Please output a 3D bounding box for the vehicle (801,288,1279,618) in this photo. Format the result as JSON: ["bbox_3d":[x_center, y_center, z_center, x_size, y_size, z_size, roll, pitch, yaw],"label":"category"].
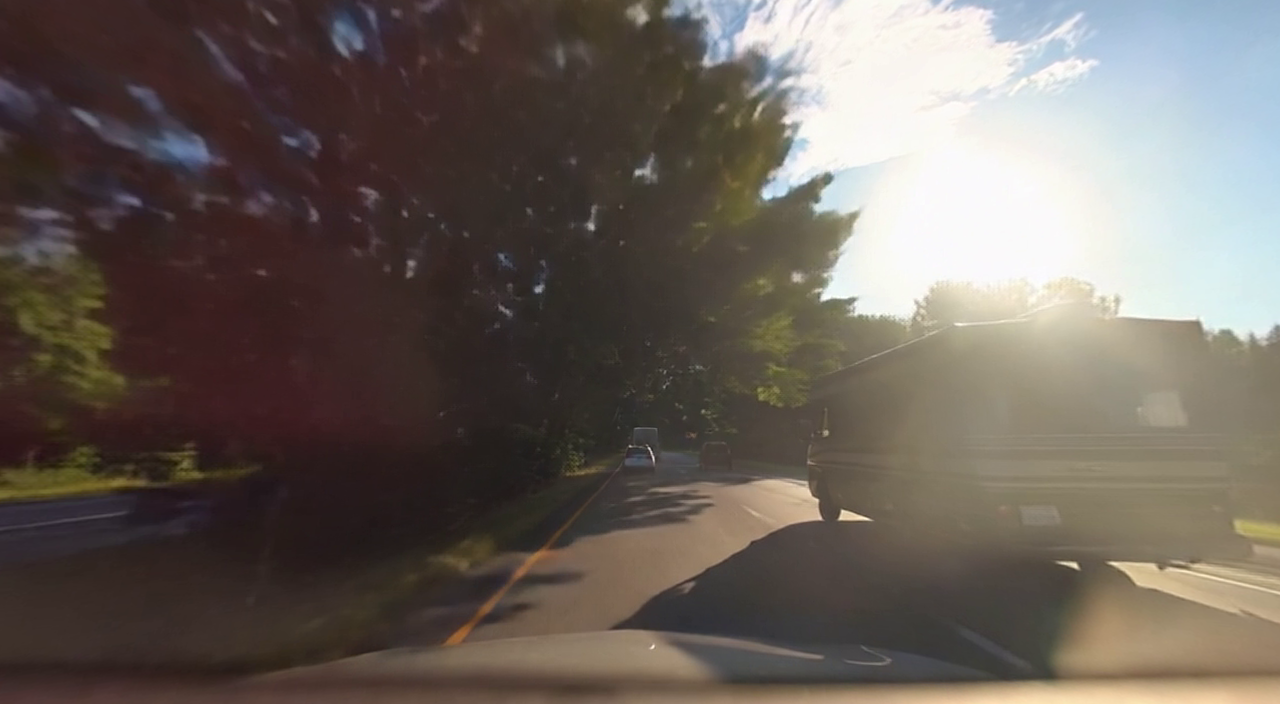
[{"bbox_3d":[4.631,1.386,8.999,2.745,2.832,7.035,1,-9,0],"label":"vehicle"}]

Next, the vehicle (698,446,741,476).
[{"bbox_3d":[4.127,5.736,33.340,1.757,1.459,3.398,0,-9,-1],"label":"vehicle"}]

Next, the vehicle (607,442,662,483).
[{"bbox_3d":[-0.237,4.648,26.711,2.120,1.575,4.018,0,-9,-1],"label":"vehicle"}]
